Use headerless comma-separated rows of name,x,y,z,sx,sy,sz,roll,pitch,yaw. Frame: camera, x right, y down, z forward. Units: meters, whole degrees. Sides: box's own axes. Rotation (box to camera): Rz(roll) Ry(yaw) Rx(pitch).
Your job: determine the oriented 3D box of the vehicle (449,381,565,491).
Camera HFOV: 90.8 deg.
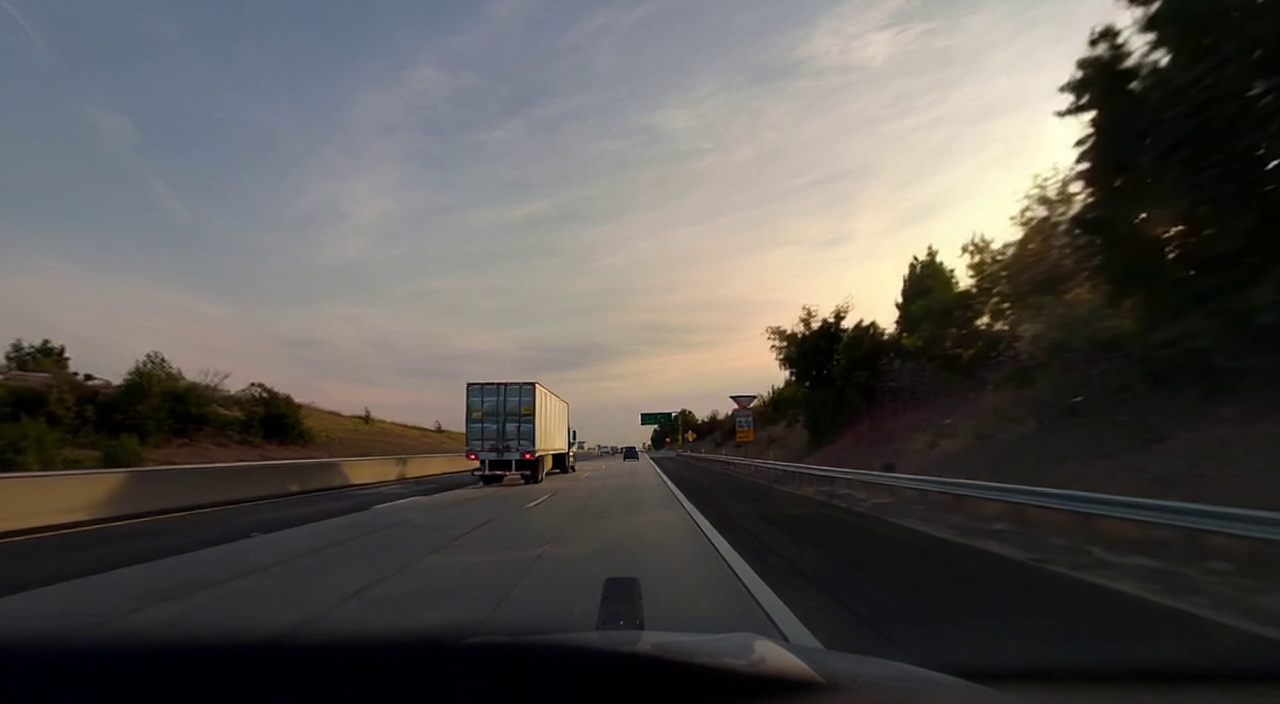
vehicle,-4.626,3.198,23.595,2.707,3.461,7.191,0,-9,0
